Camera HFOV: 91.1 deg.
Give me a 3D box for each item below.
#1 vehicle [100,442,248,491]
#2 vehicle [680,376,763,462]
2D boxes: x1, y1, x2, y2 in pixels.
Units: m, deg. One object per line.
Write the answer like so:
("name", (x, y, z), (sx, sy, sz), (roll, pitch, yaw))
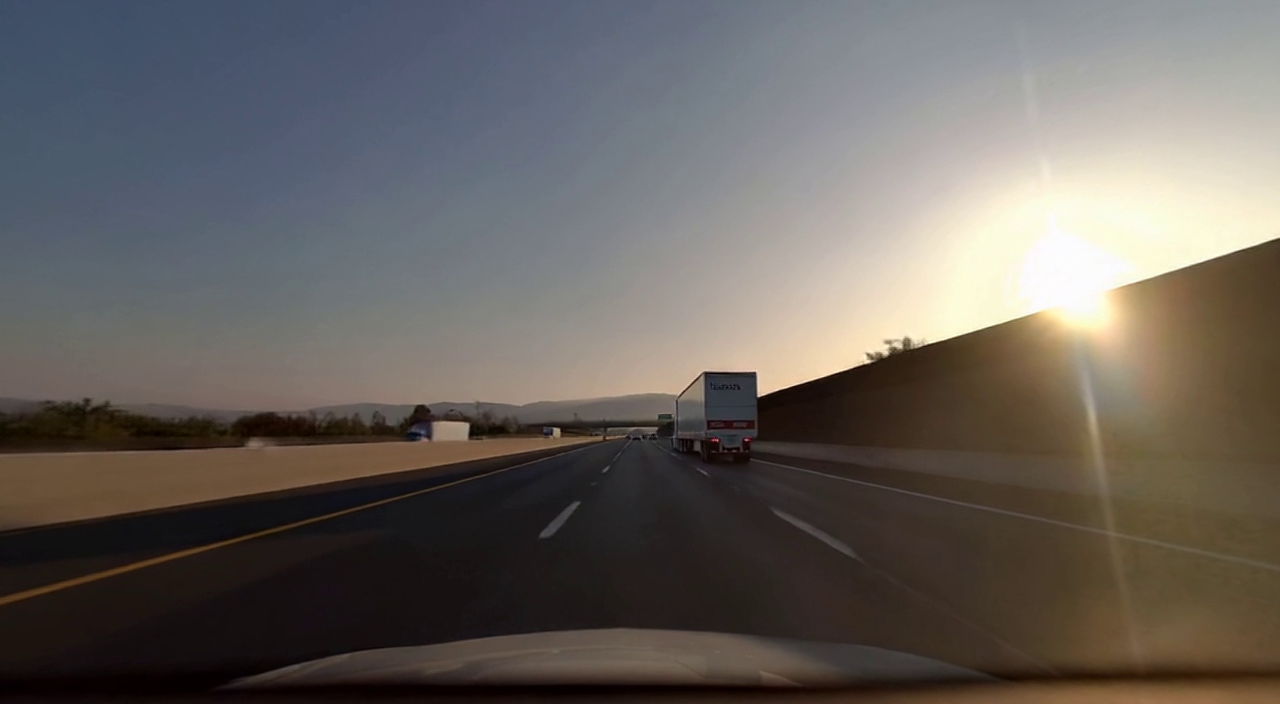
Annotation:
("vehicle", (-15.757, 3.846, 21.588), (1.823, 1.465, 4.245), (0, -8, 0))
("vehicle", (4.251, 4.092, 36.491), (2.920, 4.029, 13.900), (0, -8, 0))
